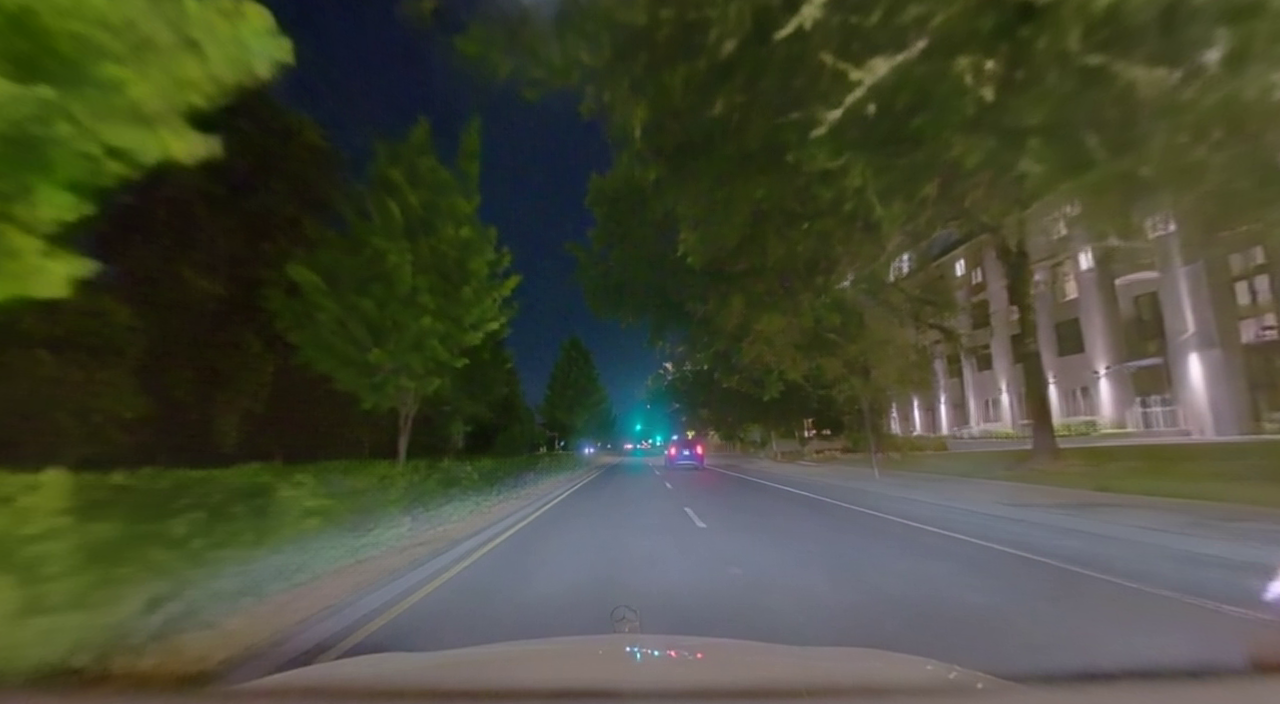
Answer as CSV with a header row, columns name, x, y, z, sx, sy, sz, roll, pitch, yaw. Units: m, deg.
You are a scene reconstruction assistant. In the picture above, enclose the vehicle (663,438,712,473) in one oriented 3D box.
name,x,y,z,sx,sy,sz,roll,pitch,yaw
vehicle,2.422,5.478,33.499,2.164,1.725,4.285,0,-9,-1
